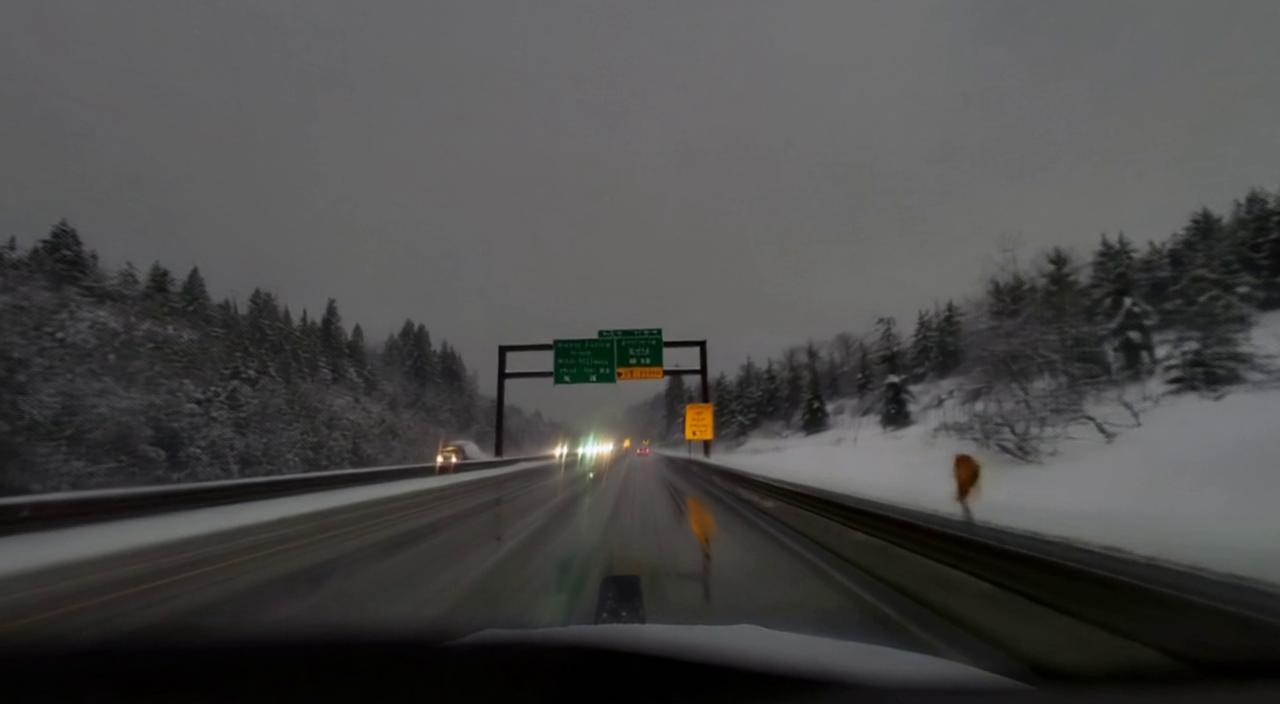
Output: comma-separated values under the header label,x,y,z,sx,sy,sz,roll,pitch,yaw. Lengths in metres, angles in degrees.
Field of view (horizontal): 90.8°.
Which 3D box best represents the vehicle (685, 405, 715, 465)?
label,x,y,z,sx,sy,sz,roll,pitch,yaw
vehicle,4.144,5.879,44.203,1.697,3.935,4.195,-1,-9,1
